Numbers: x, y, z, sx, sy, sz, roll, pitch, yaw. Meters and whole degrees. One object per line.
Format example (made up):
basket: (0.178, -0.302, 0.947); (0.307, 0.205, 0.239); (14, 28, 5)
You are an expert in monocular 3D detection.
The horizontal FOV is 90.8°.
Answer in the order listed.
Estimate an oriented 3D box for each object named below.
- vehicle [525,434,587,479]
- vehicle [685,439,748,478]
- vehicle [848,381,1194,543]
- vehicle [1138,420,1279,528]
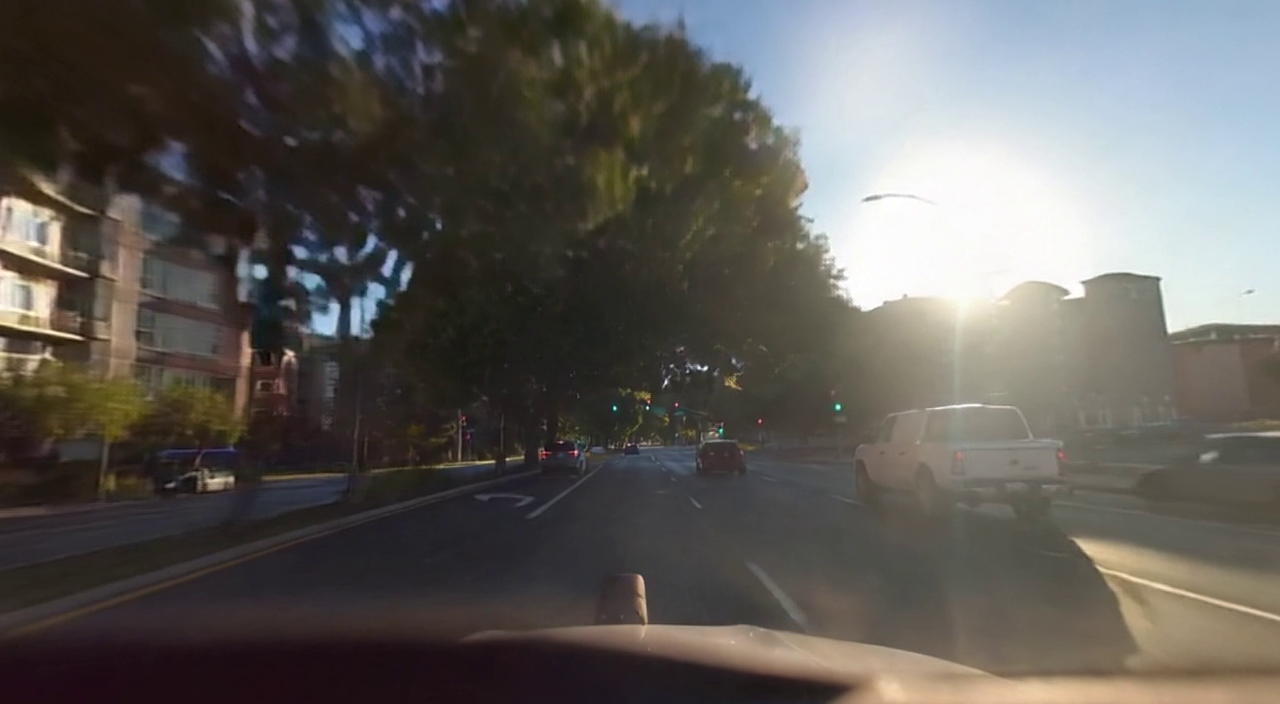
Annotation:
vehicle: (-3.407, 4.355, 26.511); (2.065, 1.716, 4.265); (0, -9, -1)
vehicle: (3.084, 4.413, 26.392); (2.003, 1.480, 4.494); (0, -9, -1)
vehicle: (5.740, 1.809, 10.890); (2.427, 2.017, 5.763); (0, -8, 1)
vehicle: (10.277, 1.838, 9.651); (1.905, 1.545, 4.227); (-1, -9, 1)
